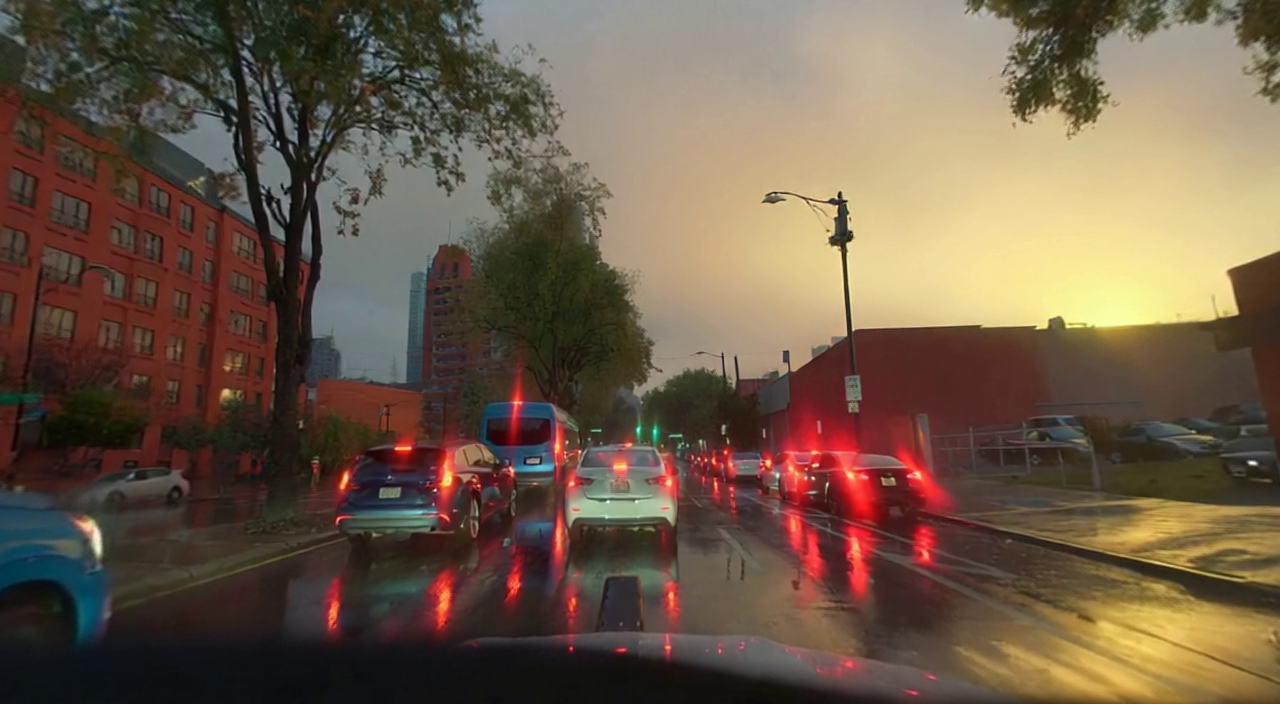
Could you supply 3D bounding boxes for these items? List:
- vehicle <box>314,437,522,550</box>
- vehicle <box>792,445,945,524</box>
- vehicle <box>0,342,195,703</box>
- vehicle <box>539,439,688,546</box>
[{"bbox_3d":[-3.533,2.329,11.104,1.995,1.554,4.426,0,-9,1],"label":"vehicle"},{"bbox_3d":[4.896,2.859,14.184,1.832,1.491,4.054,1,-9,-1],"label":"vehicle"},{"bbox_3d":[-3.702,0.643,1.247,2.140,1.768,4.685,0,-9,1],"label":"vehicle"},{"bbox_3d":[-0.387,2.348,11.227,2.152,1.518,4.113,0,-9,0],"label":"vehicle"}]
